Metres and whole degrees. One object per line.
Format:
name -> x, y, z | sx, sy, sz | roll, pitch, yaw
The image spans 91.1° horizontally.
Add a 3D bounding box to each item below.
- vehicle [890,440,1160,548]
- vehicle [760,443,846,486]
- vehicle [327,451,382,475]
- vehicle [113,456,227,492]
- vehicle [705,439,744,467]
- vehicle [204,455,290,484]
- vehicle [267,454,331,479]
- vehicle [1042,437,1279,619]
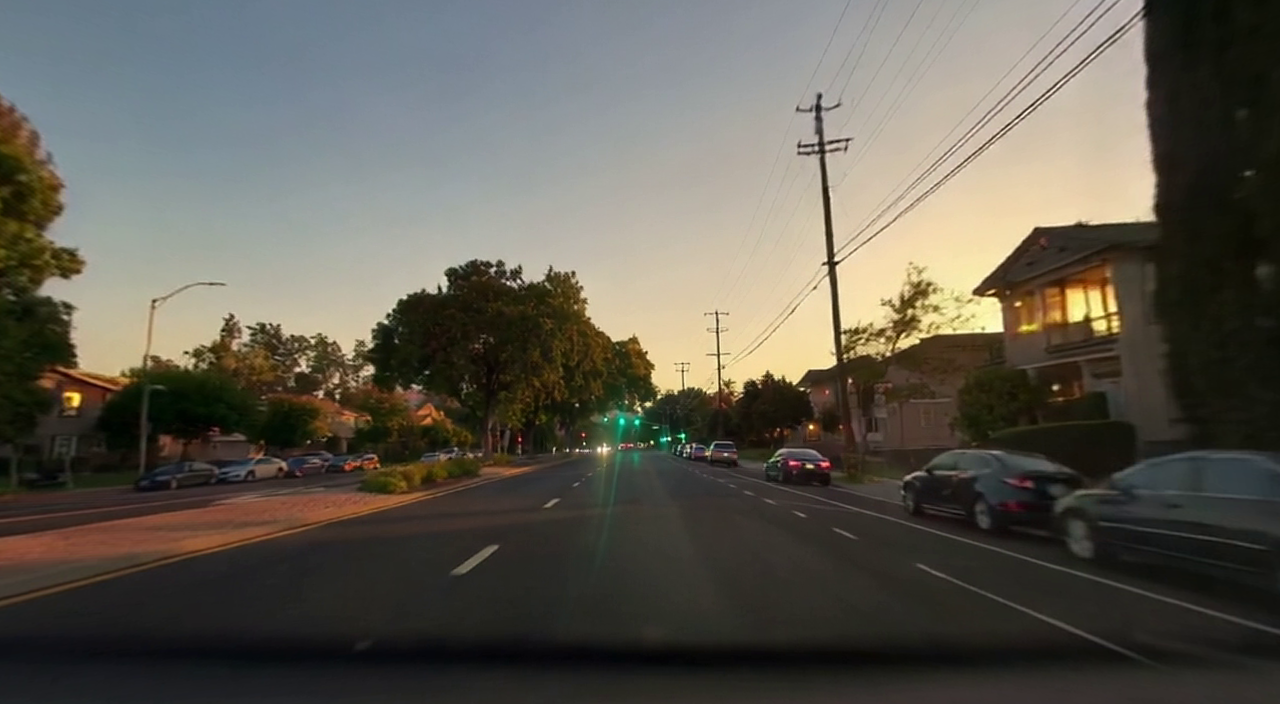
vehicle -> 6.367, 2.358, 11.173 | 1.872, 1.493, 4.470 | 0, -9, -1
vehicle -> 6.143, 4.296, 24.238 | 1.945, 1.481, 4.421 | 0, -9, -3
vehicle -> -22.038, 8.557, 48.670 | 1.911, 1.473, 4.610 | -2, -6, 3
vehicle -> -22.202, 5.750, 29.925 | 1.902, 1.478, 4.755 | 0, -9, -3
vehicle -> 5.900, 7.102, 44.219 | 2.004, 1.816, 4.585 | 0, -9, -1
vehicle -> -22.200, 6.620, 35.723 | 1.810, 1.490, 4.783 | 0, -9, 0
vehicle -> -22.237, 7.441, 41.127 | 1.785, 1.461, 4.377 | 0, -9, 0
vehicle -> 6.257, 1.540, 5.744 | 1.922, 1.494, 4.772 | 0, -9, -1
